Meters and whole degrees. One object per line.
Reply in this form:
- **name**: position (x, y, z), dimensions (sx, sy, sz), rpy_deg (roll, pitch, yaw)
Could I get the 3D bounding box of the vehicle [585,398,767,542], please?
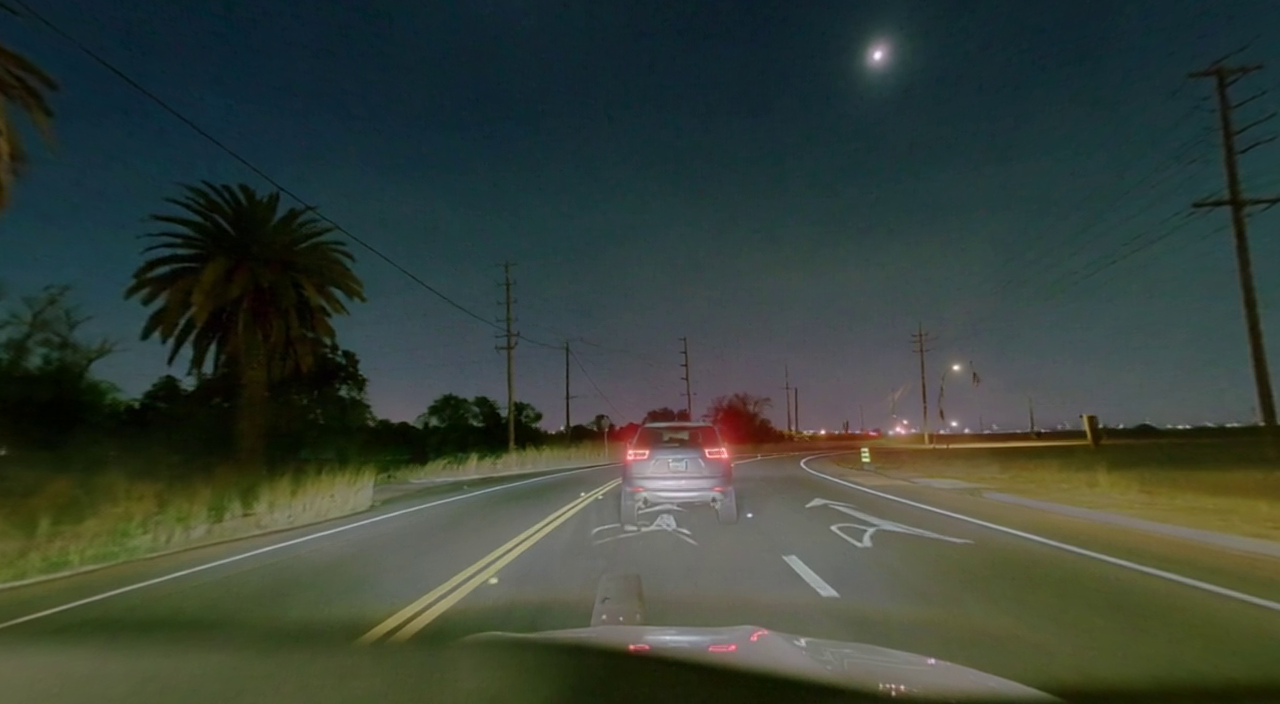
- **vehicle**: position (0.469, 1.875, 10.576), dimensions (2.364, 1.859, 4.538), rpy_deg (0, -9, 0)
